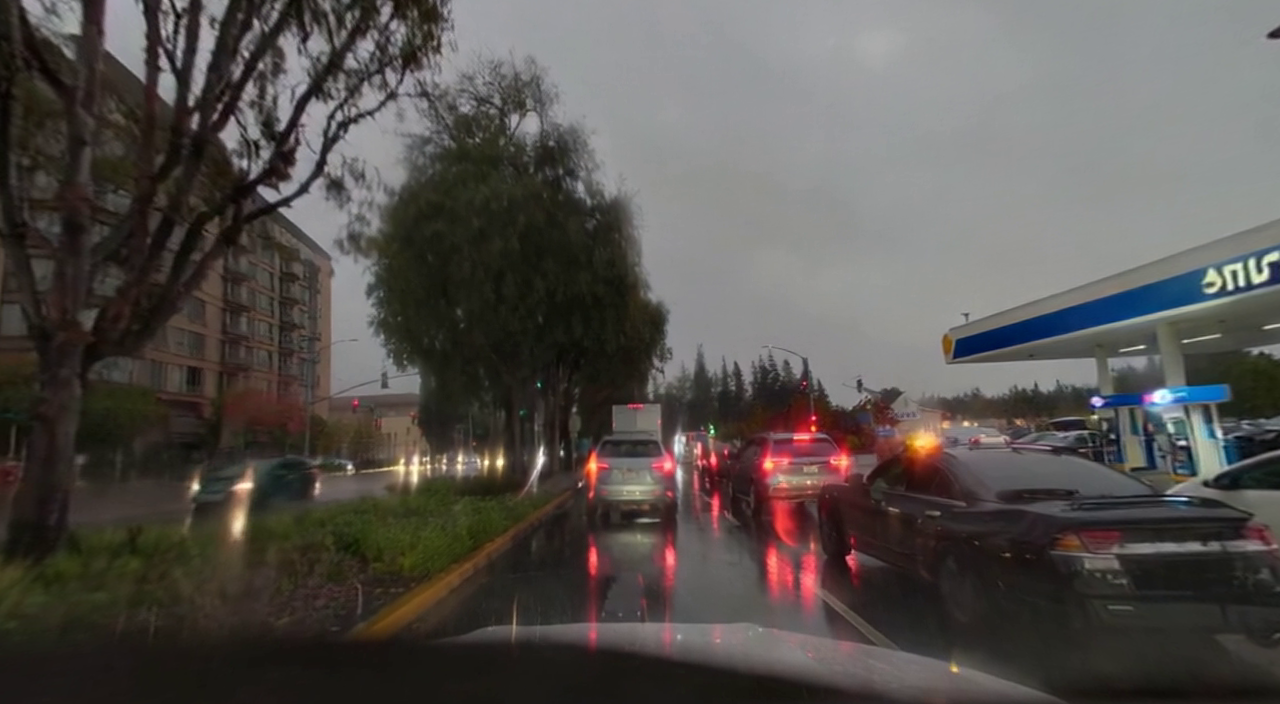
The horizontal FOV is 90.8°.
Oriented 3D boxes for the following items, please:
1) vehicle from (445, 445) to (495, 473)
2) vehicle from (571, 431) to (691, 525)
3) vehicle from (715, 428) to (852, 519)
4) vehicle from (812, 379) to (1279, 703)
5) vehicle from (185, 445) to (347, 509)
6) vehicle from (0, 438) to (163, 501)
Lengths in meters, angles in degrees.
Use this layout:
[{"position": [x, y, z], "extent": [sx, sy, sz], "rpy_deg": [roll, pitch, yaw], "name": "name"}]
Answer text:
[{"position": [-11.359, 7.169, 42.497], "extent": [2.083, 1.719, 4.497], "rpy_deg": [-1, -9, 1], "name": "vehicle"}, {"position": [-0.186, 2.491, 12.988], "extent": [2.106, 1.613, 3.697], "rpy_deg": [0, -9, -1], "name": "vehicle"}, {"position": [2.947, 2.595, 13.969], "extent": [1.995, 1.677, 4.106], "rpy_deg": [0, -9, -1], "name": "vehicle"}, {"position": [3.284, 1.324, 5.610], "extent": [2.056, 1.700, 4.399], "rpy_deg": [0, -9, -3], "name": "vehicle"}, {"position": [-11.059, 3.680, 19.197], "extent": [2.055, 1.663, 4.637], "rpy_deg": [0, -9, 0], "name": "vehicle"}, {"position": [-26.917, 5.596, 30.761], "extent": [2.571, 2.711, 6.027], "rpy_deg": [0, -9, 0], "name": "vehicle"}]
